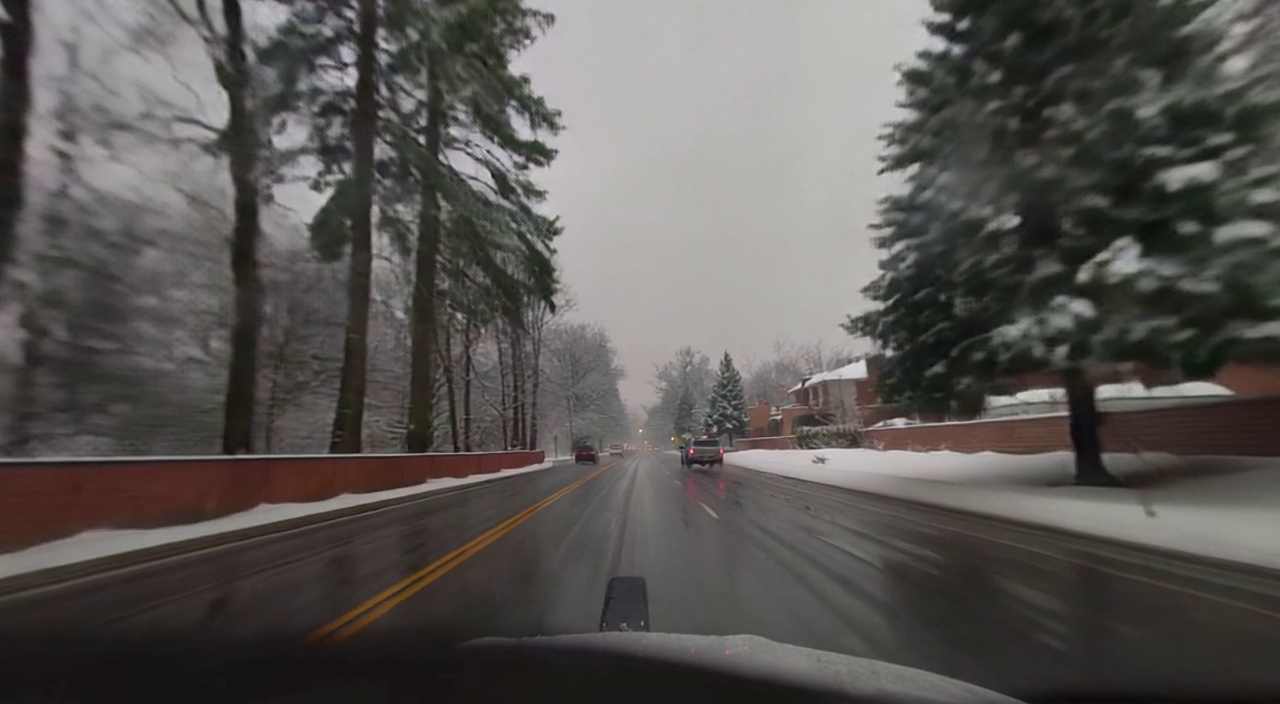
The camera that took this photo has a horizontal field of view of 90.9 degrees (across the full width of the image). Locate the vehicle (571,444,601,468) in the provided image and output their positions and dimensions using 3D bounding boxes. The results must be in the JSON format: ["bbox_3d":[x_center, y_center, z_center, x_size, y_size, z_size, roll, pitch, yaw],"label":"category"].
[{"bbox_3d":[-4.224,8.132,49.655,2.002,1.747,4.728,0,-8,-1],"label":"vehicle"}]

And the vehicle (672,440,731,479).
[{"bbox_3d":[2.884,5.165,30.604,2.321,1.695,5.037,0,-8,0],"label":"vehicle"}]
